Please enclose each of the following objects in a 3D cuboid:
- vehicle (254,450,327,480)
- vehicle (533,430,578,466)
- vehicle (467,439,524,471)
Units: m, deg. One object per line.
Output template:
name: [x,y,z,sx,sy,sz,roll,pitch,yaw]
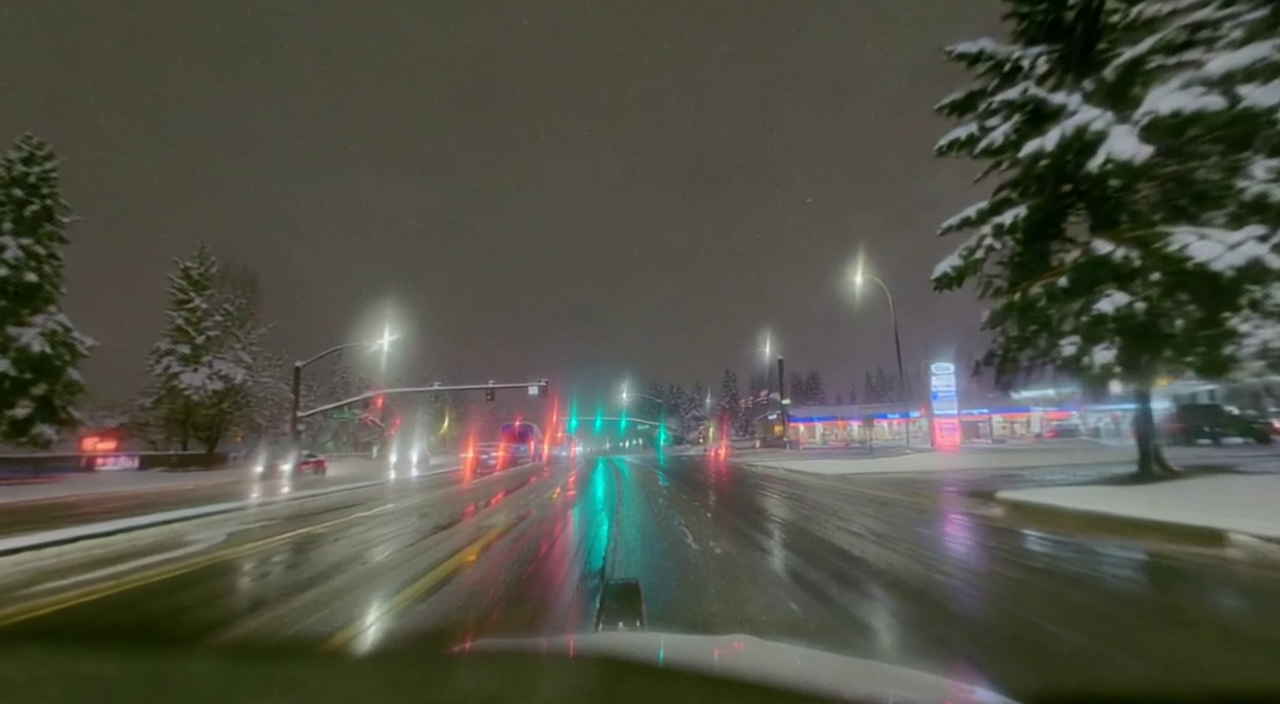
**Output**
vehicle: [-20.520,6.625,37.341,1.930,1.659,4.364,0,-8,-2]
vehicle: [-4.994,5.750,37.855,2.206,2.007,5.190,0,-8,-3]
vehicle: [-7.383,5.291,32.693,1.993,1.490,4.768,0,-8,-2]
